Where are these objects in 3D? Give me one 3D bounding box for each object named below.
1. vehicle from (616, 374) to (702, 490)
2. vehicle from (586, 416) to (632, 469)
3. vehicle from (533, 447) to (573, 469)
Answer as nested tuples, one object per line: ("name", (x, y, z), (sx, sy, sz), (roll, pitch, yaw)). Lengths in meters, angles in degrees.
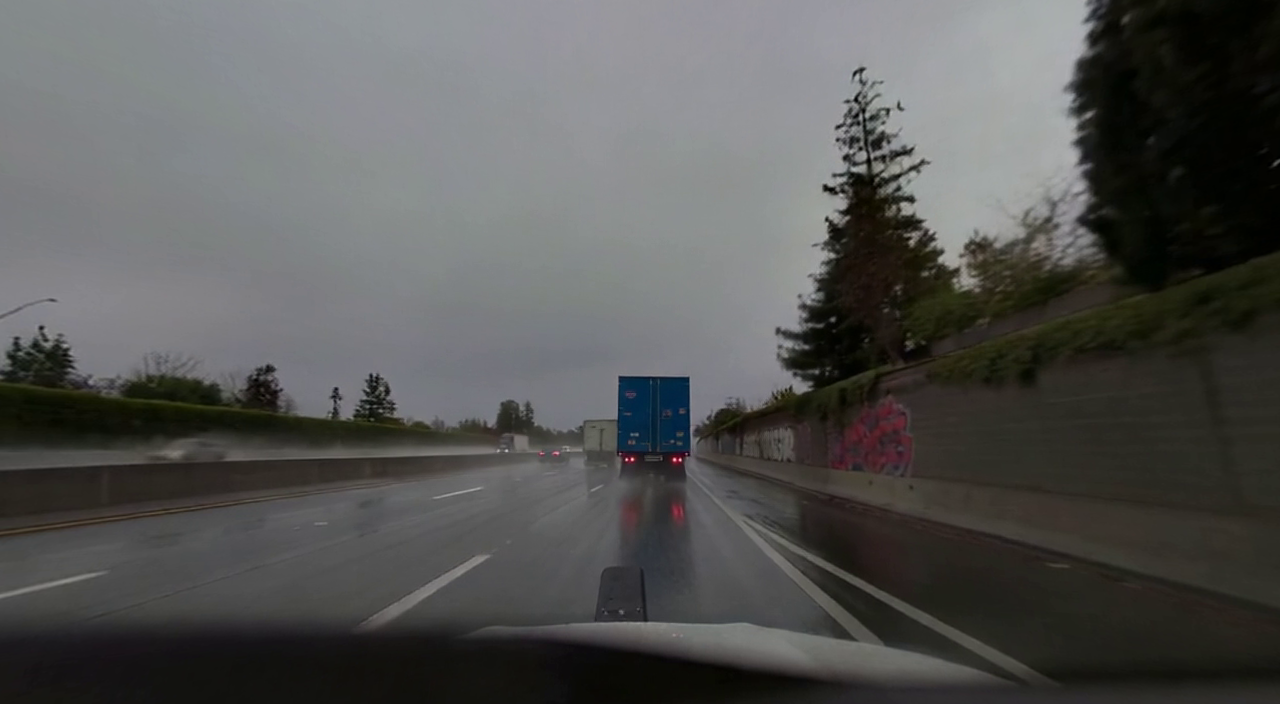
("vehicle", (0.856, 3.637, 27.779), (2.997, 4.069, 10.871), (0, -9, 2))
("vehicle", (-2.279, 7.119, 49.151), (2.713, 3.704, 9.148), (0, -9, 3))
("vehicle", (-6.221, 7.668, 45.686), (1.962, 1.471, 4.792), (0, -9, 3))
